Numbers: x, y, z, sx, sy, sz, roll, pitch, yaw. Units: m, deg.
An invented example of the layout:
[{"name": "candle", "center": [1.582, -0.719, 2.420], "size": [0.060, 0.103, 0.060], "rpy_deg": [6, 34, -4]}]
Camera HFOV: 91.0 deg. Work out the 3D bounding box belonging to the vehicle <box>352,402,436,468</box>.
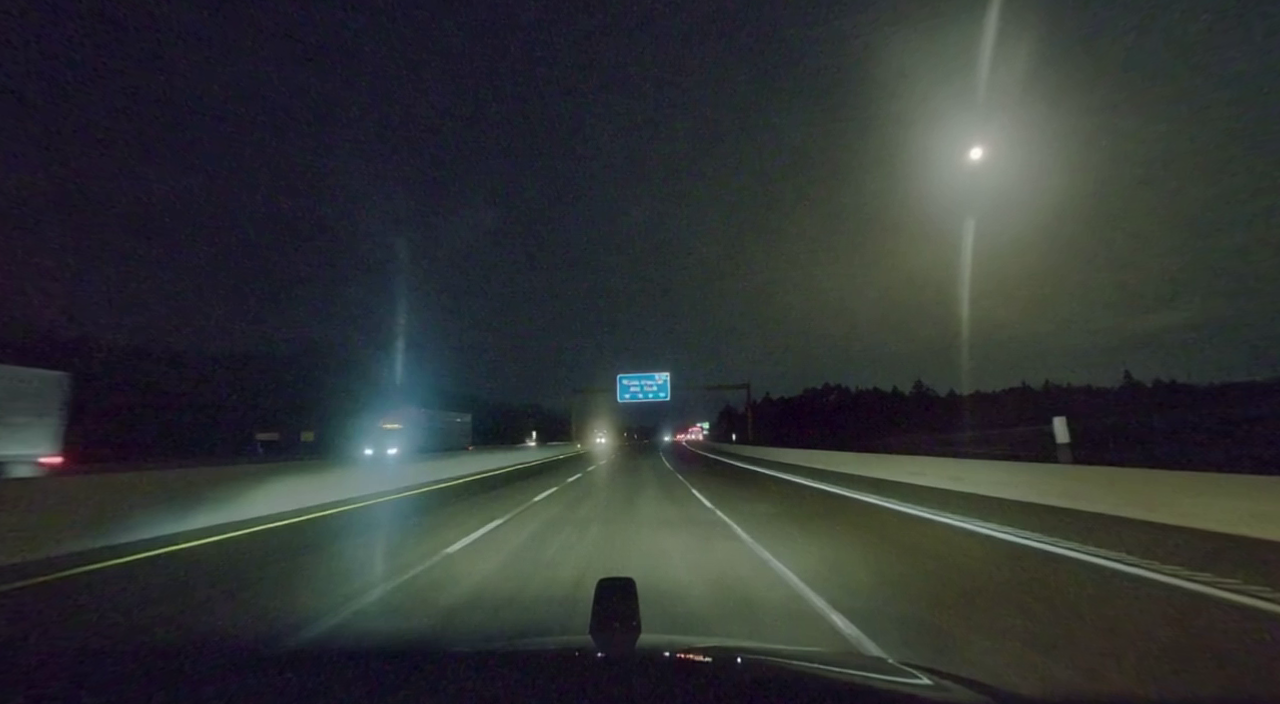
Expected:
[{"name": "vehicle", "center": [-15.962, 5.480, 41.333], "size": [2.950, 4.004, 5.950], "rpy_deg": [0, -8, 0]}]
